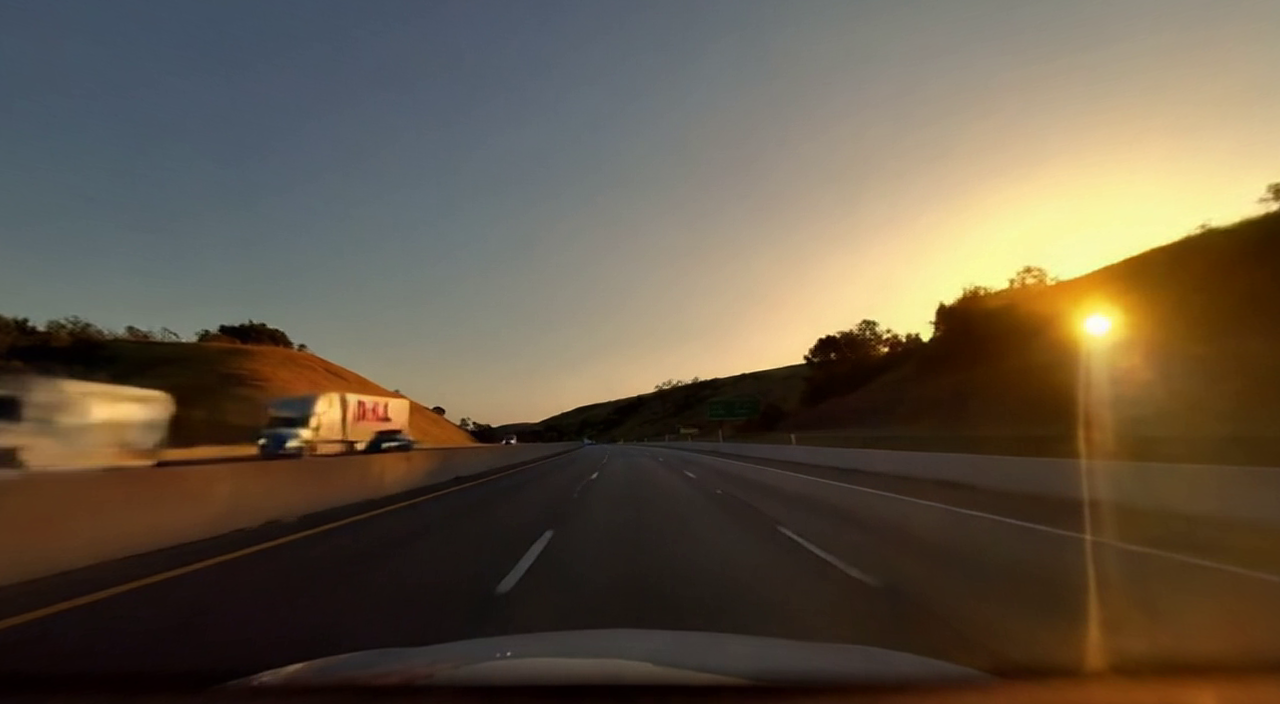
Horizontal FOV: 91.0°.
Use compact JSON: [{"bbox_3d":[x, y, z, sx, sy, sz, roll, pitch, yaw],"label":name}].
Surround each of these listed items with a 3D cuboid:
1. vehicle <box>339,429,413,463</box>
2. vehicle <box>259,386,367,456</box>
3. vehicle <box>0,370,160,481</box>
[{"bbox_3d":[-12.544,4.476,30.191,1.802,1.484,4.315,0,-8,-2],"label":"vehicle"},{"bbox_3d":[-20.081,4.403,39.190,3.006,3.966,6.742,0,-8,0],"label":"vehicle"},{"bbox_3d":[-15.663,1.893,15.789,2.463,2.496,5.992,0,-8,-1],"label":"vehicle"}]
